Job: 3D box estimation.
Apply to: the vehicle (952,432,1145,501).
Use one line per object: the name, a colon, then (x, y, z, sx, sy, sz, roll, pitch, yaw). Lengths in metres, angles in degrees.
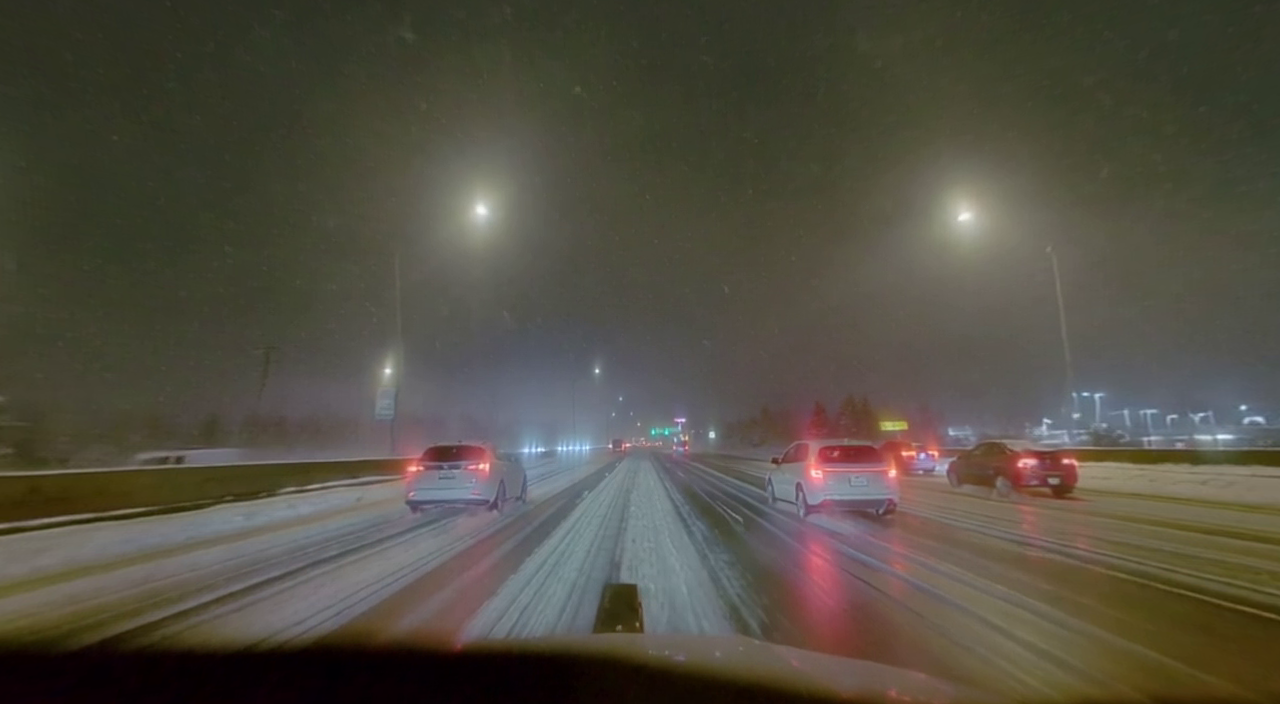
vehicle: (10.281, 2.888, 16.399, 2.019, 1.529, 4.385, 0, -8, -1)

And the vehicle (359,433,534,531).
vehicle: (-3.442, 2.392, 12.232, 1.975, 1.536, 4.295, 0, -8, 1)

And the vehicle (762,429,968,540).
vehicle: (3.489, 2.120, 10.765, 1.961, 1.504, 4.094, 0, -8, -1)
